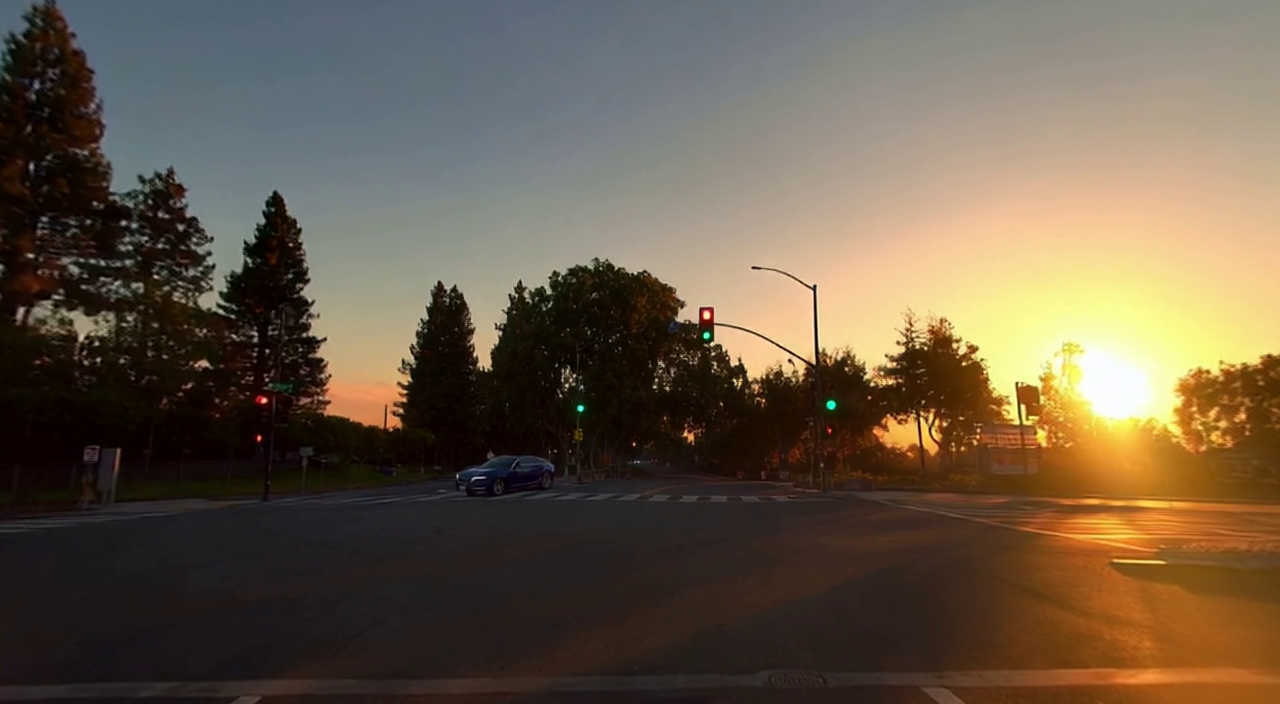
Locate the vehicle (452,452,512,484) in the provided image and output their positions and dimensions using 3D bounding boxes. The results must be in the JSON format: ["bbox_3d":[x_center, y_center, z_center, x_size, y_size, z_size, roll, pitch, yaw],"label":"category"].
[{"bbox_3d":[-8.023,5.908,32.406,1.960,1.433,4.213,0,-8,1],"label":"vehicle"}]

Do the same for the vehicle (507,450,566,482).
[{"bbox_3d":[-5.226,5.812,32.416,2.107,1.456,4.728,0,-8,2],"label":"vehicle"}]

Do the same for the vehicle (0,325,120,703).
[{"bbox_3d":[-3.485,0.524,0.487,2.242,1.761,4.505,0,-8,1],"label":"vehicle"}]
